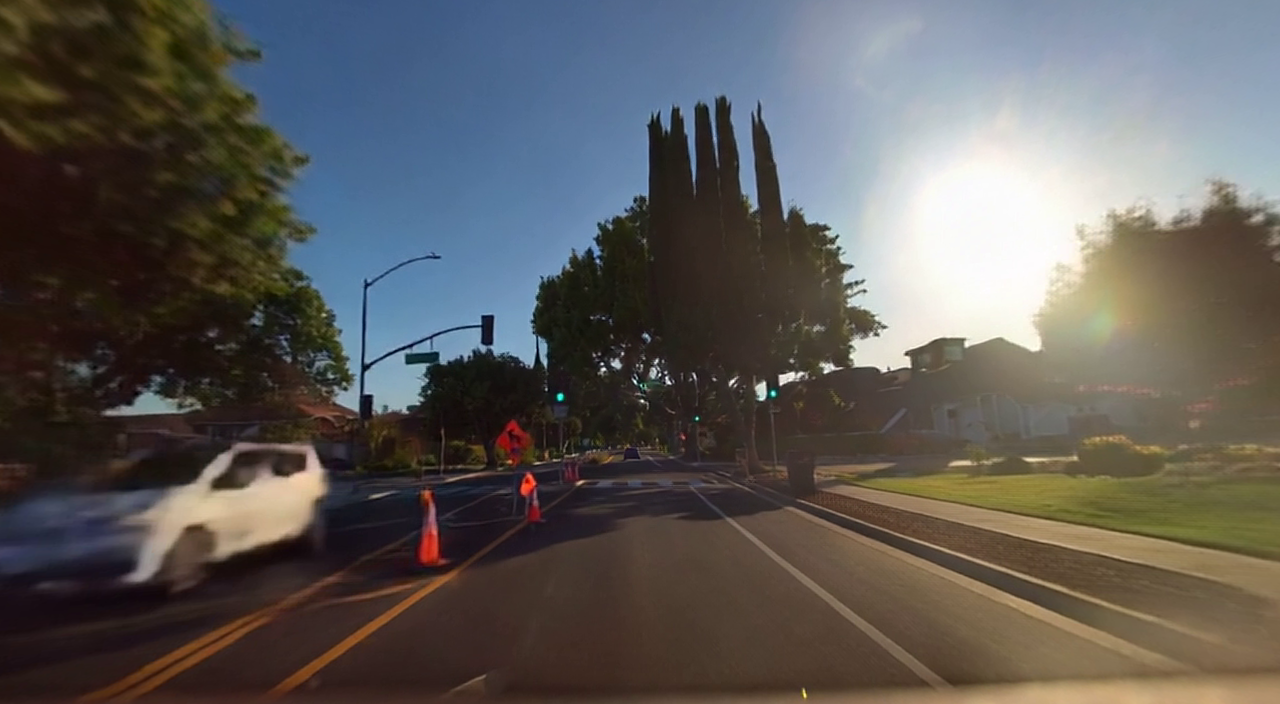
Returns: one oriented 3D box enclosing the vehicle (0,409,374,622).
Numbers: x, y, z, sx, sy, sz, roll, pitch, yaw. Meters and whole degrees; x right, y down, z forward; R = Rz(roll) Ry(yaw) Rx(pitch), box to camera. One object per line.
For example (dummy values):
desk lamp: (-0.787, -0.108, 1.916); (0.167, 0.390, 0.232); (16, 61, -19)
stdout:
vehicle: (-5.567, 1.825, 8.133); (2.240, 1.879, 4.847); (0, -9, -1)
